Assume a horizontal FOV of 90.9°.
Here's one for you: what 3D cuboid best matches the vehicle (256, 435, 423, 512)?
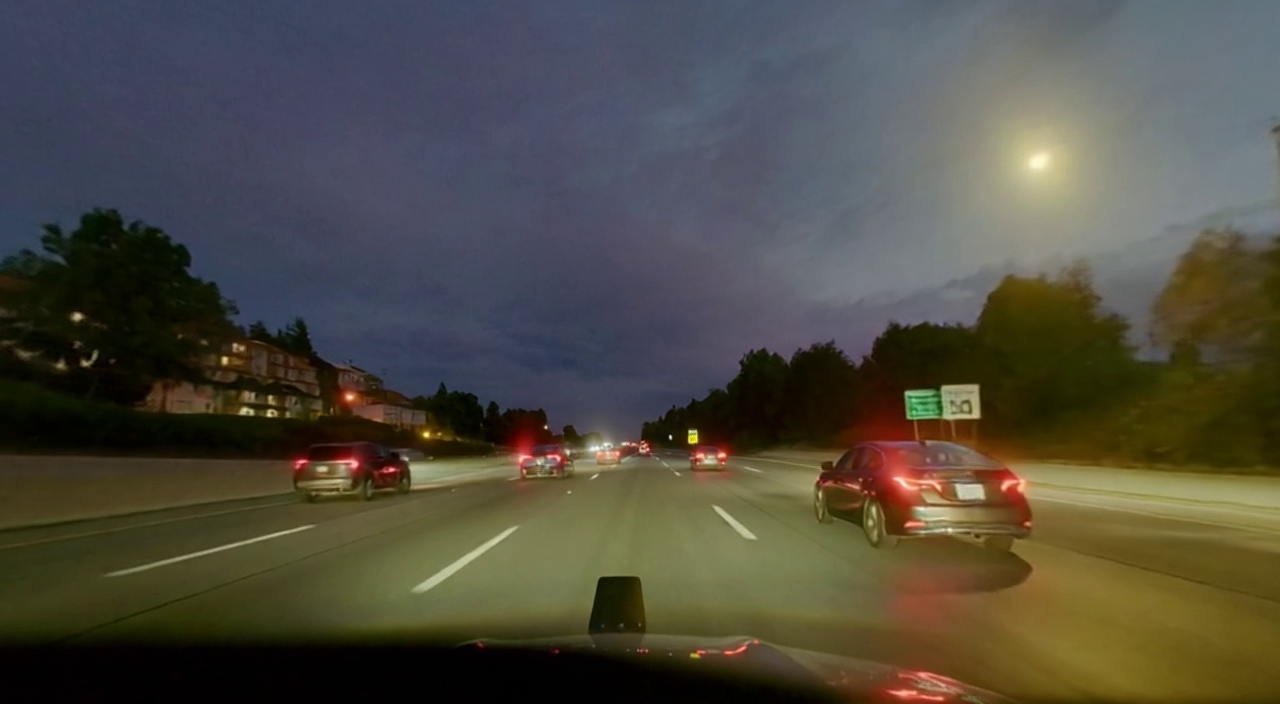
[{"bbox_3d":[-7.329,2.977,15.984,2.057,1.681,4.277,0,-8,1],"label":"vehicle"}]

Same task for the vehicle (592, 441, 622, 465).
[{"bbox_3d":[-2.572,7.989,49.980,2.183,1.764,4.134,0,-8,-1],"label":"vehicle"}]

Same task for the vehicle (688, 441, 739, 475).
[{"bbox_3d":[3.346,4.896,29.309,1.854,1.438,3.954,0,-8,0],"label":"vehicle"}]

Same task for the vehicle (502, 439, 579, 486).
[{"bbox_3d":[-3.630,4.119,23.882,2.136,1.571,4.285,0,-8,1],"label":"vehicle"}]

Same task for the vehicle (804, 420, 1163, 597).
[{"bbox_3d":[3.539,1.672,7.657,1.912,1.509,4.291,0,-8,0],"label":"vehicle"}]
